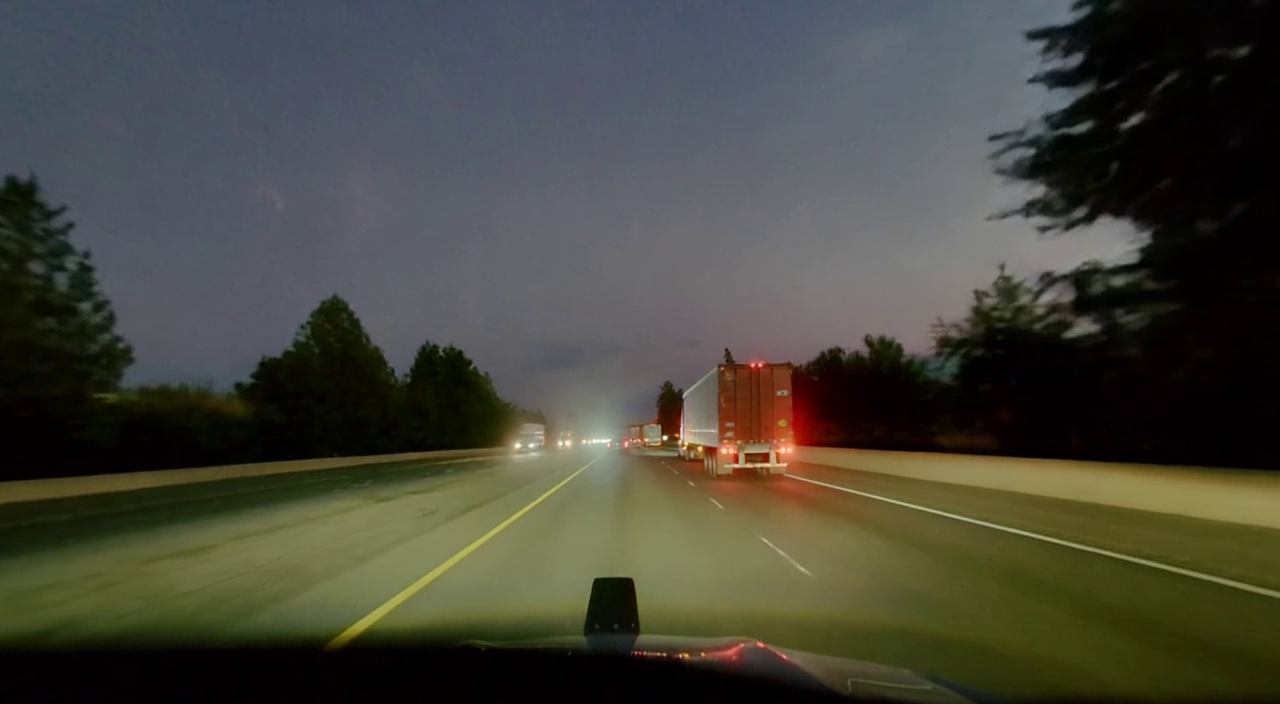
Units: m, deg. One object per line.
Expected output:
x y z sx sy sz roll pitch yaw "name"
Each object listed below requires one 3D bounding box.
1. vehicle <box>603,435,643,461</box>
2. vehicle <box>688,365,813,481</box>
-0.994 5.646 37.326 2.259 1.466 3.693 0 -8 -1 "vehicle"
3.658 2.678 23.322 2.921 3.526 8.207 0 -8 -1 "vehicle"
